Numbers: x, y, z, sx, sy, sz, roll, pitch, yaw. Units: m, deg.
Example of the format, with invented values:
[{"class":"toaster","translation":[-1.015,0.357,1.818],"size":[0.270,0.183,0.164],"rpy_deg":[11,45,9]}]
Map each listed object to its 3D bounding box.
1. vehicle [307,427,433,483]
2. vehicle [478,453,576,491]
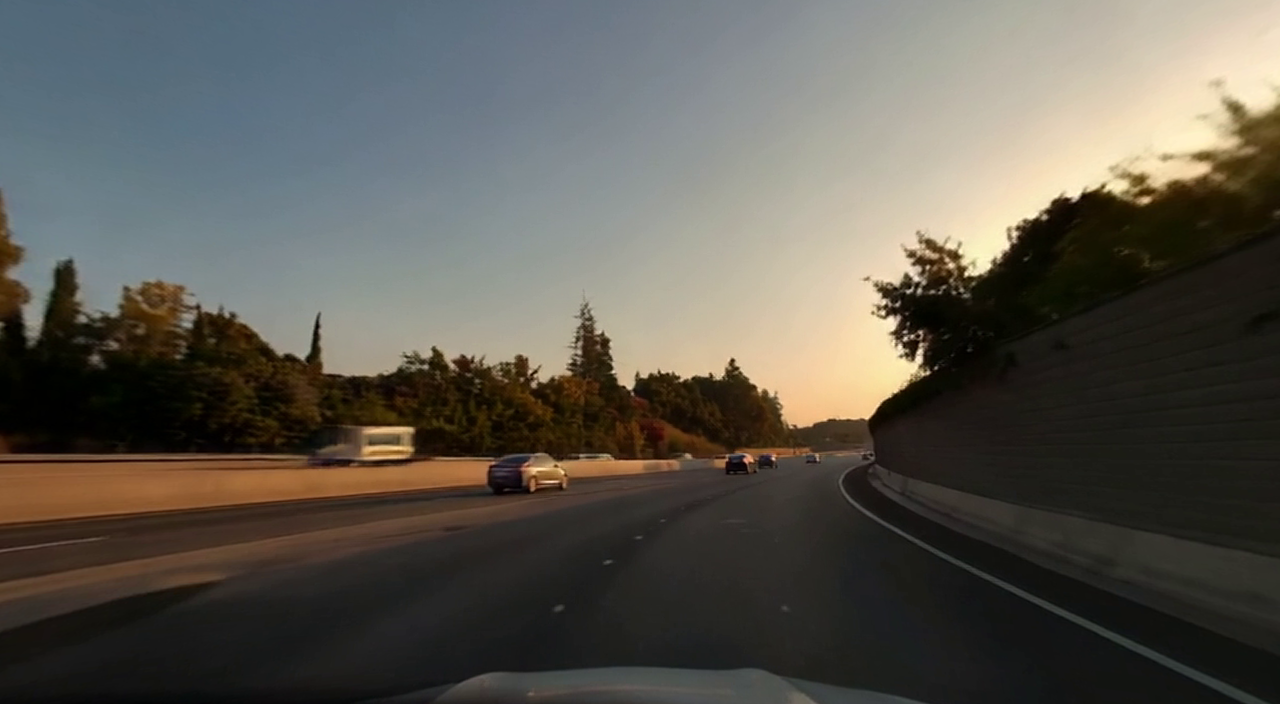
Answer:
[{"class":"vehicle","translation":[-16.217,6.249,38.519],"size":[2.561,3.028,7.213],"rpy_deg":[-4,-10,23]},{"class":"vehicle","translation":[-4.703,5.100,27.178],"size":[1.699,1.461,4.924],"rpy_deg":[-4,-10,23]}]
